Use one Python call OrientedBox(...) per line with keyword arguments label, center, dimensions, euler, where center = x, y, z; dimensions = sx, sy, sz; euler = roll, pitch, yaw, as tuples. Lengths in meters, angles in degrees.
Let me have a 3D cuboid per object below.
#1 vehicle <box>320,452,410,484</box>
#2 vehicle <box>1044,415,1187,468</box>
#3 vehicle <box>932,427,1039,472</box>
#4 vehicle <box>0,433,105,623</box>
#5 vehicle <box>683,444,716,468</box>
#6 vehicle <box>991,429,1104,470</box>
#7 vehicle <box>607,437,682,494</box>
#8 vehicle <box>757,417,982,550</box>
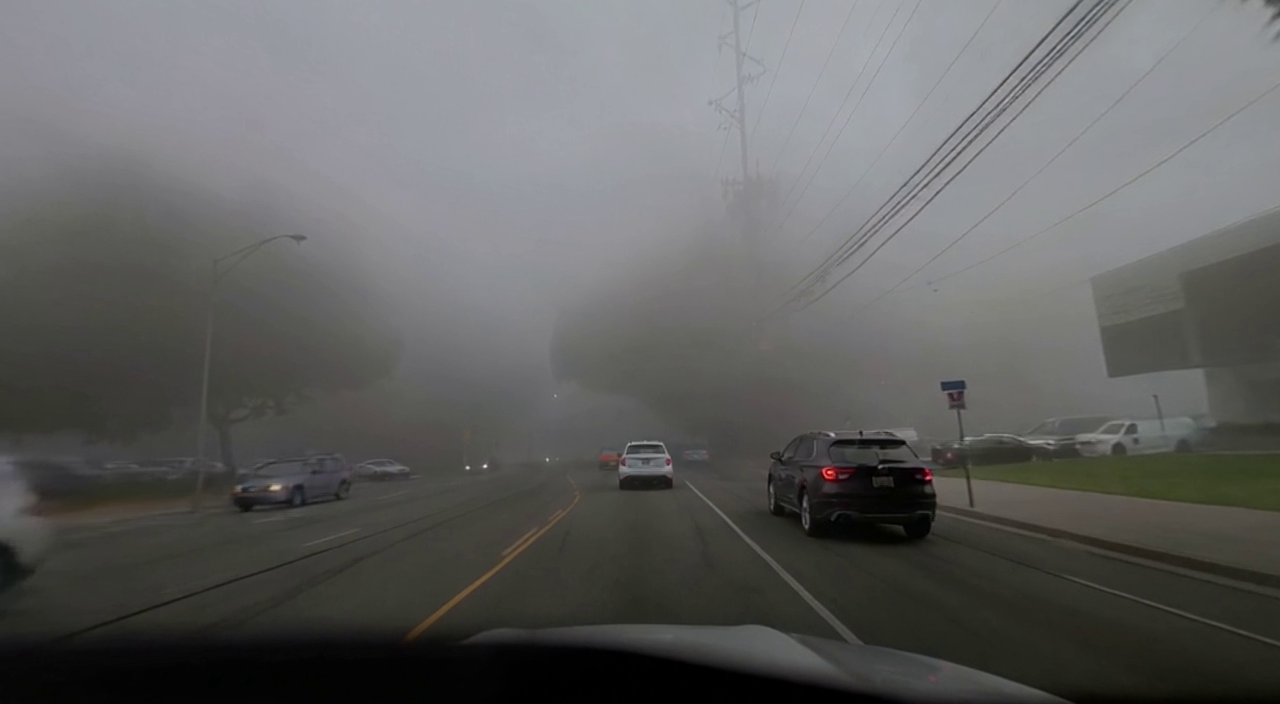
OrientedBox(label="vehicle", center=(-15.832, 6.702, 36.442), dimensions=(4.290, 1.510, 2.006), euler=(-4, -10, 6))
OrientedBox(label="vehicle", center=(18.702, 3.628, 25.168), dimensions=(1.950, 1.797, 4.967), euler=(-3, -10, 3))
OrientedBox(label="vehicle", center=(13.528, 3.840, 25.009), dimensions=(1.899, 1.602, 4.297), euler=(-1, -8, 2))
OrientedBox(label="vehicle", center=(-6.581, 1.347, 4.204), dimensions=(2.008, 1.638, 4.552), euler=(0, -8, 0))
OrientedBox(label="vehicle", center=(4.051, 7.105, 43.279), dimensions=(1.880, 1.503, 4.130), euler=(0, -8, 0))
OrientedBox(label="vehicle", center=(16.148, 3.897, 25.266), dimensions=(2.018, 1.488, 4.059), euler=(-1, -8, 4))
OrientedBox(label="vehicle", center=(0.157, 3.673, 20.767), dimensions=(2.200, 1.653, 4.127), euler=(0, -8, 1))
OrientedBox(label="vehicle", center=(3.414, 2.047, 10.518), dimensions=(2.024, 1.711, 4.512), euler=(0, -8, 0))
